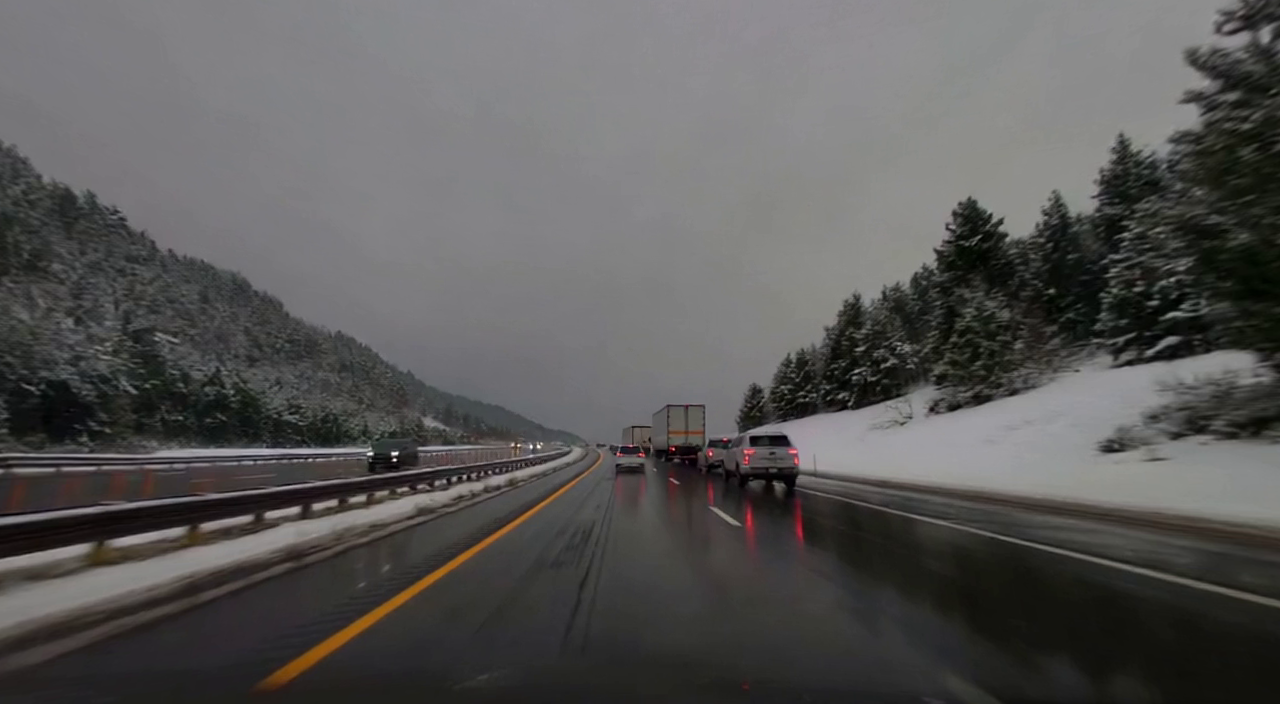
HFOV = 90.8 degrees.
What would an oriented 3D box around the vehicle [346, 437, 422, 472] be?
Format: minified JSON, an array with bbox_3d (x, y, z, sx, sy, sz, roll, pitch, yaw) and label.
[{"bbox_3d":[-11.393,4.578,28.322,1.828,1.468,3.802,0,-9,-1],"label":"vehicle"}]

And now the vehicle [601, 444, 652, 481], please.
[{"bbox_3d":[-0.590,4.649,26.798,2.029,1.437,3.794,0,-9,-2],"label":"vehicle"}]

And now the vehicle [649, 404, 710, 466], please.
[{"bbox_3d":[2.679,6.616,48.914,2.911,4.099,14.578,1,-9,-4],"label":"vehicle"}]

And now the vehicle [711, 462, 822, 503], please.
[{"bbox_3d":[3.728,3.989,19.713,2.129,0.956,5.390,0,-9,-3],"label":"vehicle"}]

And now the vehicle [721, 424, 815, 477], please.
[{"bbox_3d":[3.800,3.051,19.552,1.873,1.465,4.264,0,-9,-2],"label":"vehicle"}]
